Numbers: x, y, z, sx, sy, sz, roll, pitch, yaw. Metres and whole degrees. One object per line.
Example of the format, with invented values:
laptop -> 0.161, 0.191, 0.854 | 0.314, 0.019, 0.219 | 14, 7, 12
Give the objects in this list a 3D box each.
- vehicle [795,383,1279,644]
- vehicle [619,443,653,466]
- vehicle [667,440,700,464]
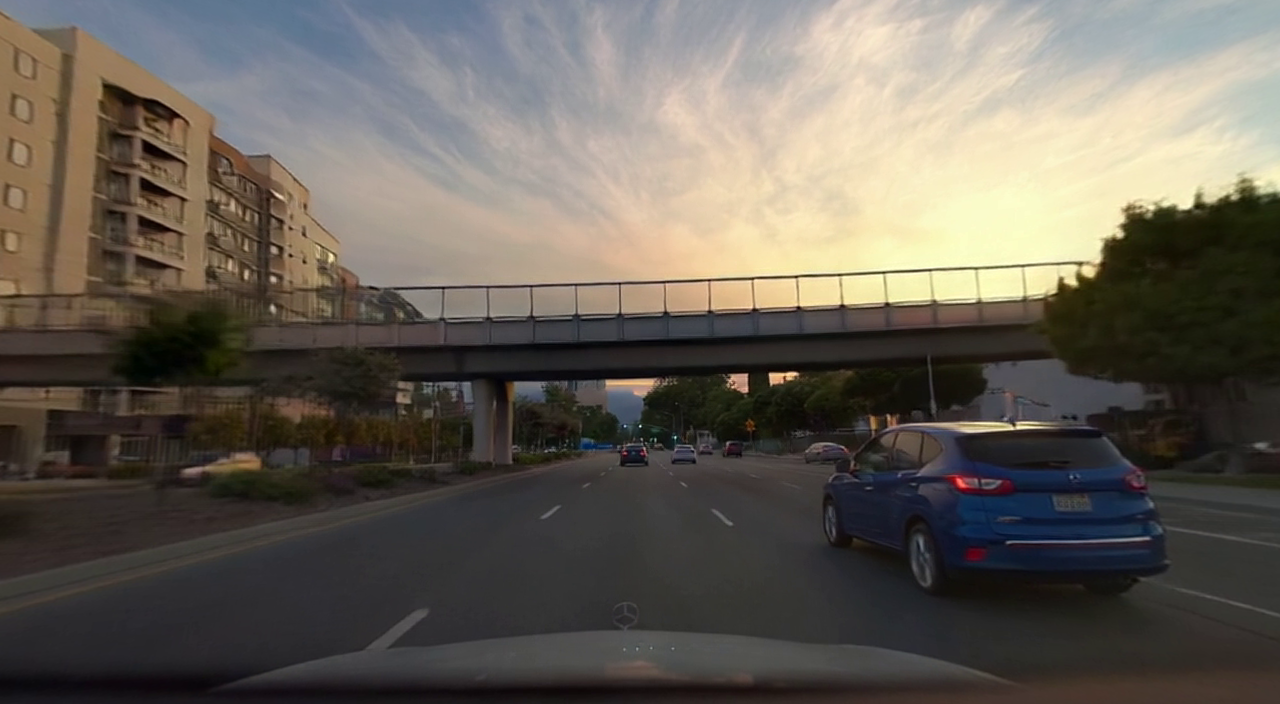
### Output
vehicle -> 3.281, 1.422, 6.640 | 2.130, 1.741, 4.665 | 0, -8, 0
vehicle -> -0.260, 6.873, 42.577 | 2.173, 1.498, 4.528 | 0, -8, 0
vehicle -> 3.265, 7.623, 48.182 | 2.165, 1.708, 3.928 | 0, -8, -2
